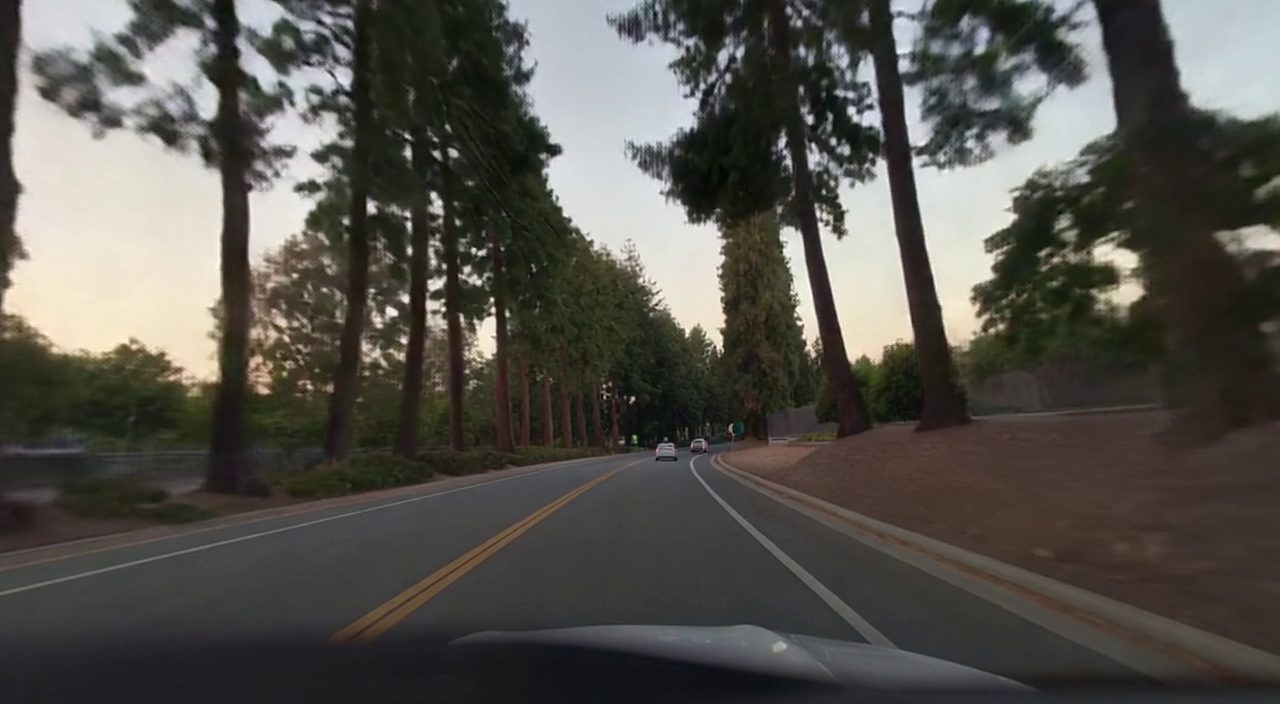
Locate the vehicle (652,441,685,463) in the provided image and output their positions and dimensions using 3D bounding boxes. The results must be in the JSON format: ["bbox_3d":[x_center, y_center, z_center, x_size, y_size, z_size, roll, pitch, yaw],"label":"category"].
[{"bbox_3d":[2.005,6.800,43.122,2.071,1.474,4.047,-1,-8,5],"label":"vehicle"}]
